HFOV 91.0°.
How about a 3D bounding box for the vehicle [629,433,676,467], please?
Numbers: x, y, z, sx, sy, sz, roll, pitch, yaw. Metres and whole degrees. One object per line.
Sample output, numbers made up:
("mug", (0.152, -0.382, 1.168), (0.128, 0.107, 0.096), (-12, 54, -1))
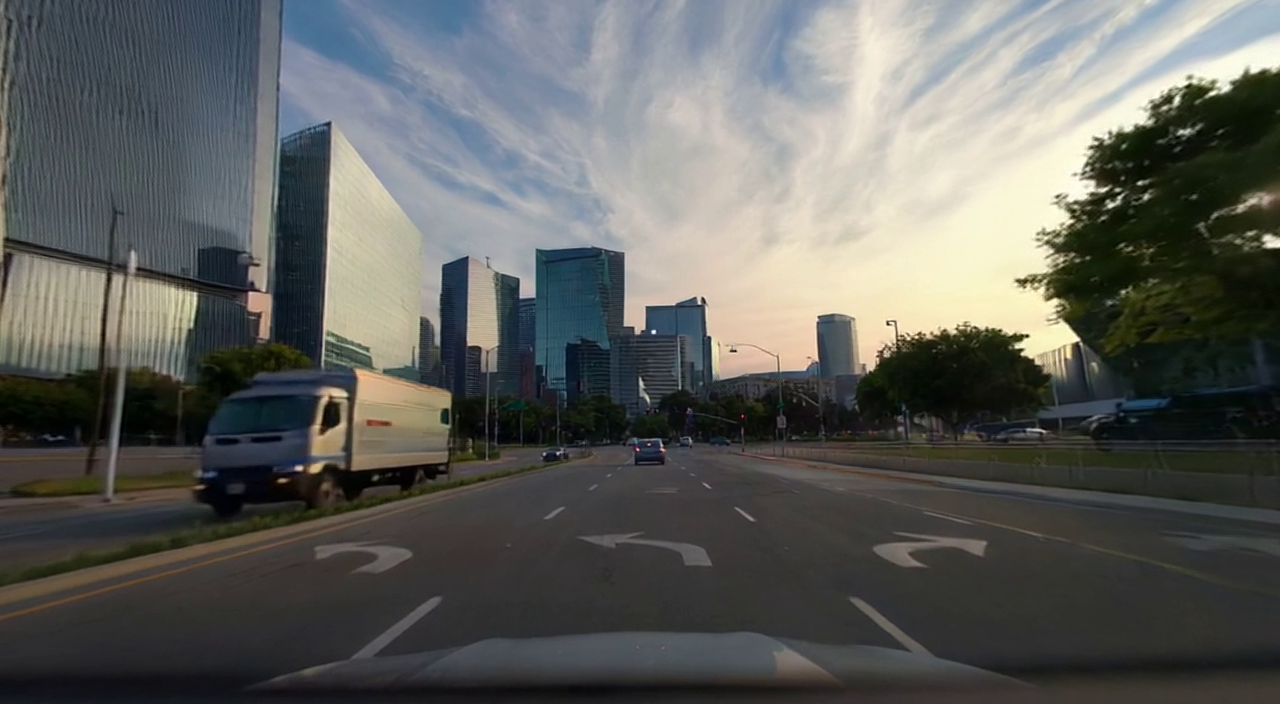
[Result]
("vehicle", (0.704, 5.813, 37.530), (2.601, 1.878, 4.535), (0, -9, 0))

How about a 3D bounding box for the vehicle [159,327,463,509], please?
("vehicle", (-8.668, 2.245, 19.271), (3.065, 3.928, 11.252), (0, -9, 1))
